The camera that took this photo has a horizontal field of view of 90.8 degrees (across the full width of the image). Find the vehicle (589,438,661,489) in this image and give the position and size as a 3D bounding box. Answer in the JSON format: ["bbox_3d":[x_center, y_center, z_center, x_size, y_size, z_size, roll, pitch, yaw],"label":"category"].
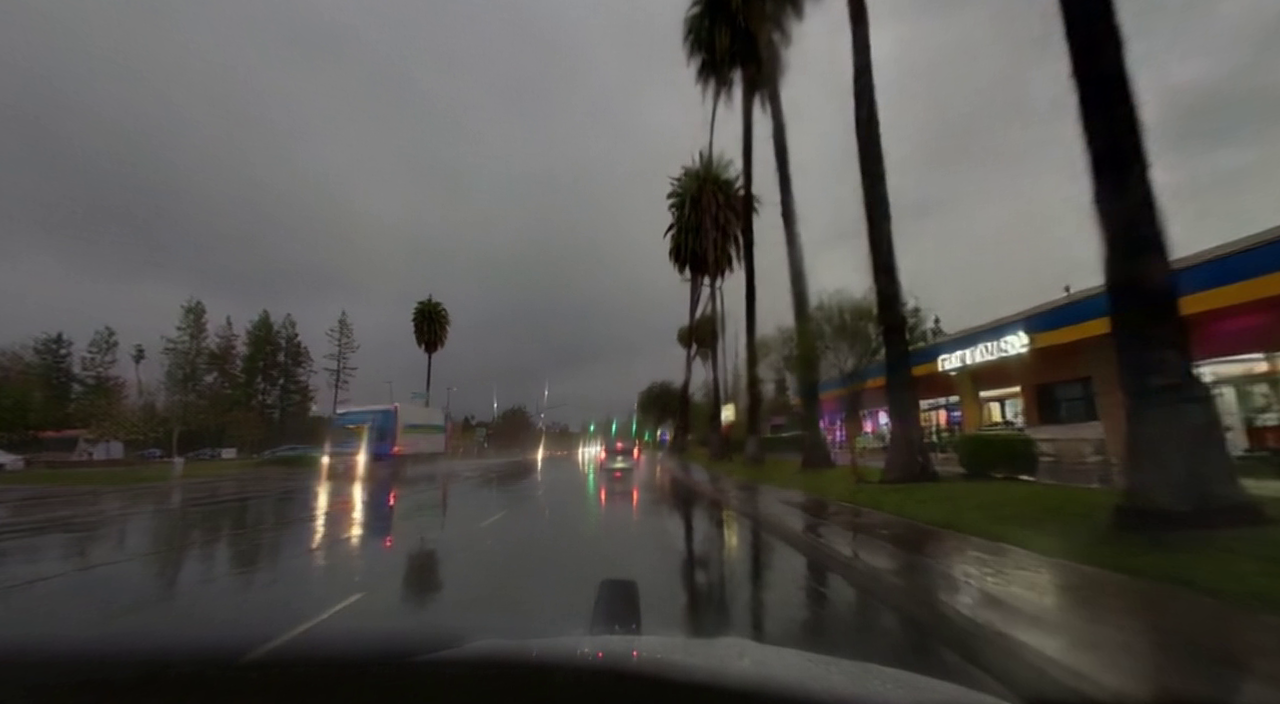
[{"bbox_3d":[-0.462,3.553,20.466,2.076,1.486,4.119,0,-8,-1],"label":"vehicle"}]

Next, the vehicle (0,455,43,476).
[{"bbox_3d":[-48.656,8.794,49.121,4.087,1.460,1.861,-4,-9,27],"label":"vehicle"}]

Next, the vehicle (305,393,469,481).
[{"bbox_3d":[-11.790,4.314,31.547,3.022,3.532,12.586,0,-8,0],"label":"vehicle"}]
